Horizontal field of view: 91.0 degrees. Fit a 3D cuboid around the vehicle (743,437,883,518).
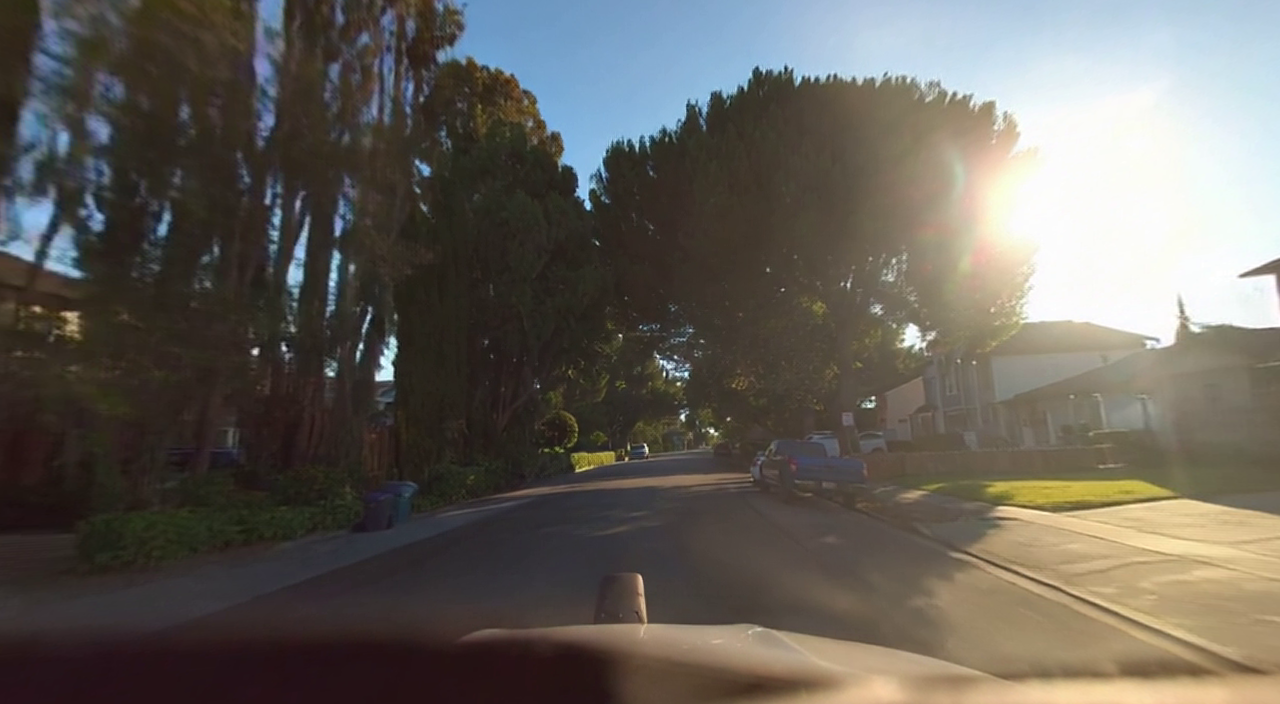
[{"bbox_3d":[3.573,2.654,13.886,2.006,1.494,4.211,0,-9,2],"label":"vehicle"}]
